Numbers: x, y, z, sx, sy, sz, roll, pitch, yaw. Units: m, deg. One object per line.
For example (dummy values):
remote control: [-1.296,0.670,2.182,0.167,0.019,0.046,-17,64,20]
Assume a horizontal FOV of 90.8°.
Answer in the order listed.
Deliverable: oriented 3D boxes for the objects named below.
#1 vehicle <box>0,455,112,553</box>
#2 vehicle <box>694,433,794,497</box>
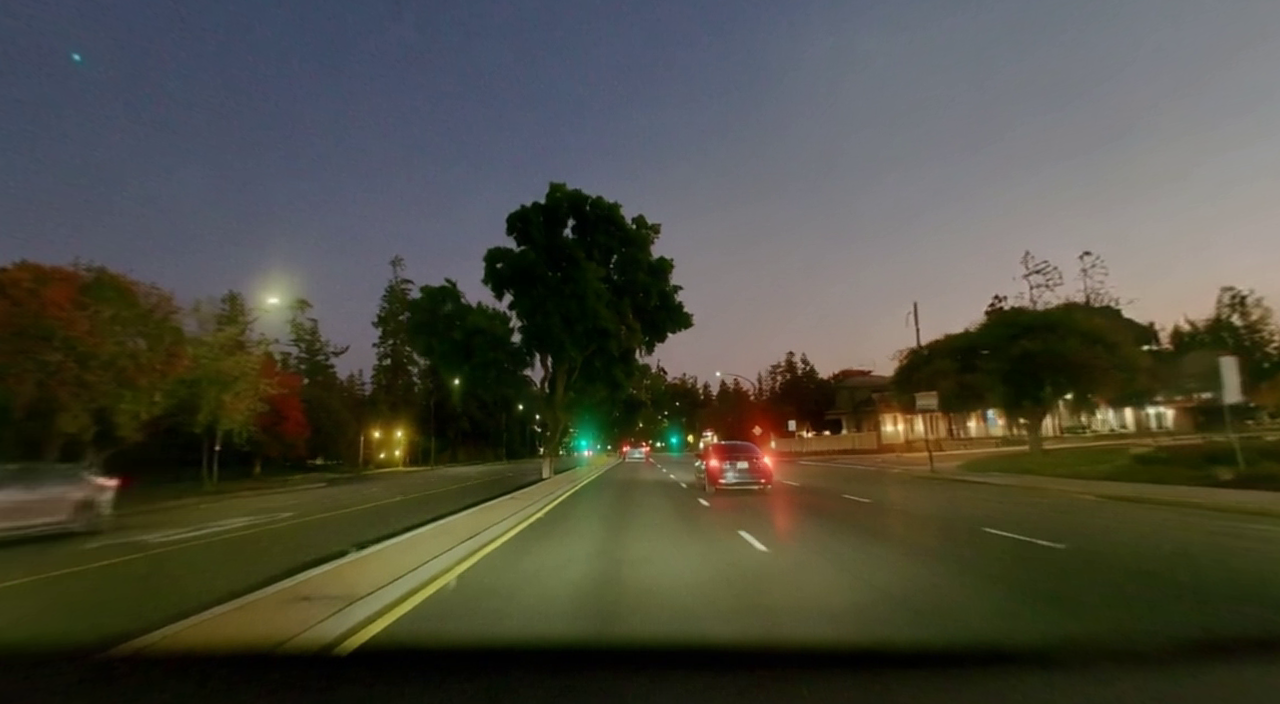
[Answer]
vehicle: [-12.226,2.703,11.174,1.943,1.672,4.368,0,-9,1]
vehicle: [2.874,3.260,18.635,1.995,1.616,4.729,0,-9,-2]
